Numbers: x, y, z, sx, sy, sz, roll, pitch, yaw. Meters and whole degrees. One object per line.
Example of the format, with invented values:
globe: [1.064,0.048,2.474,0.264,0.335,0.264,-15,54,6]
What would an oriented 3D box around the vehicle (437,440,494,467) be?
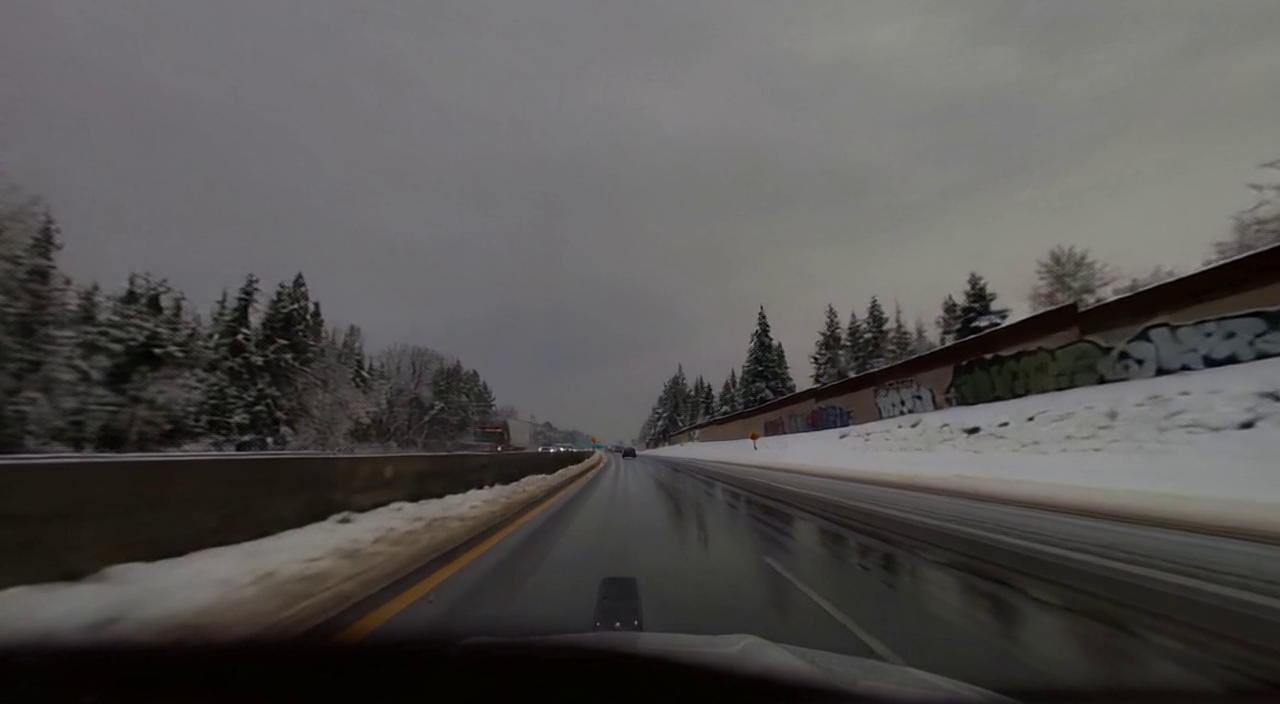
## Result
vehicle: [-10.006,5.868,36.272,2.171,1.486,3.977,0,-9,-1]
